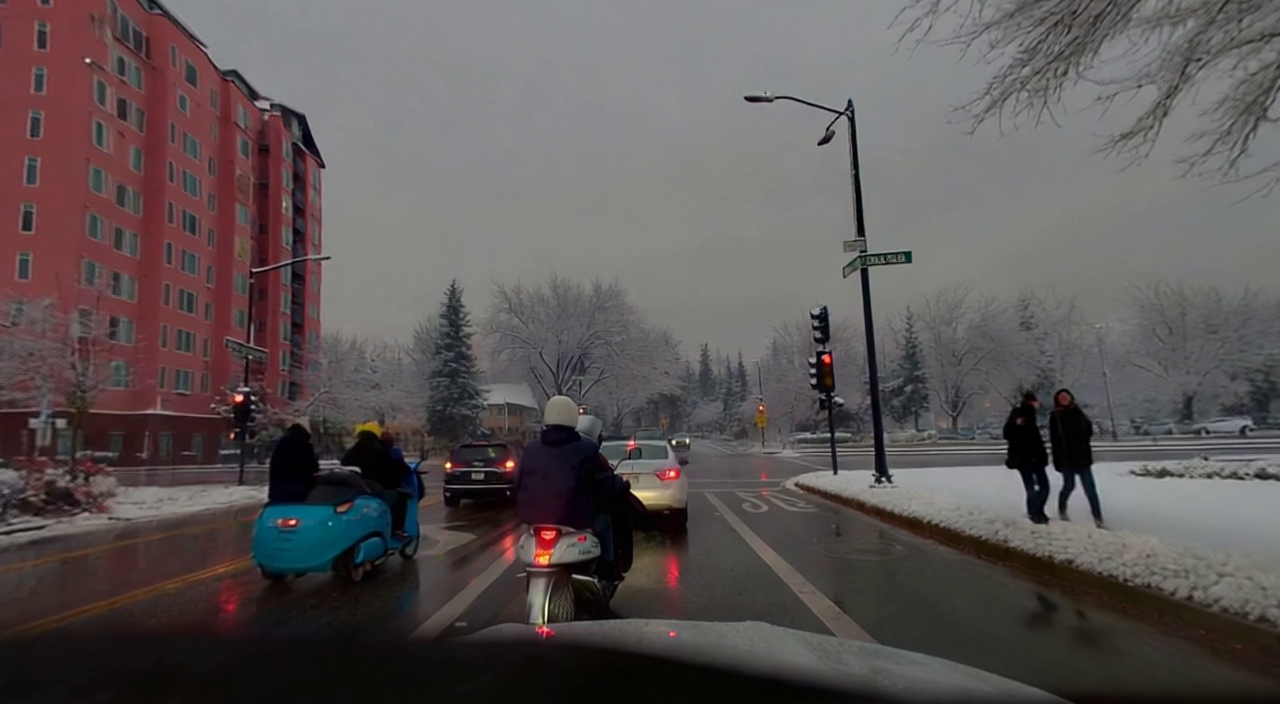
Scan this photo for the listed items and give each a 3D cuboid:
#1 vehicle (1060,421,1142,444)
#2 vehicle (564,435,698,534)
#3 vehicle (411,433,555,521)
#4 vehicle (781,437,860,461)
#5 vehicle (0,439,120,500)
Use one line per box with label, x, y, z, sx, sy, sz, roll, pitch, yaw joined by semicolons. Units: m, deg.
vehicle;30.789;5.396;42.153;1.751;1.420;4.027;8;-12;-43
vehicle;-0.100;2.321;11.618;2.025;1.458;4.085;-1;-9;1
vehicle;-3.198;2.645;13.822;1.935;1.615;4.073;-1;-9;3
vehicle;11.386;6.169;40.126;1.862;1.456;4.661;6;-11;-34
vehicle;-28.937;5.705;30.339;5.890;2.393;2.346;-5;-7;1
